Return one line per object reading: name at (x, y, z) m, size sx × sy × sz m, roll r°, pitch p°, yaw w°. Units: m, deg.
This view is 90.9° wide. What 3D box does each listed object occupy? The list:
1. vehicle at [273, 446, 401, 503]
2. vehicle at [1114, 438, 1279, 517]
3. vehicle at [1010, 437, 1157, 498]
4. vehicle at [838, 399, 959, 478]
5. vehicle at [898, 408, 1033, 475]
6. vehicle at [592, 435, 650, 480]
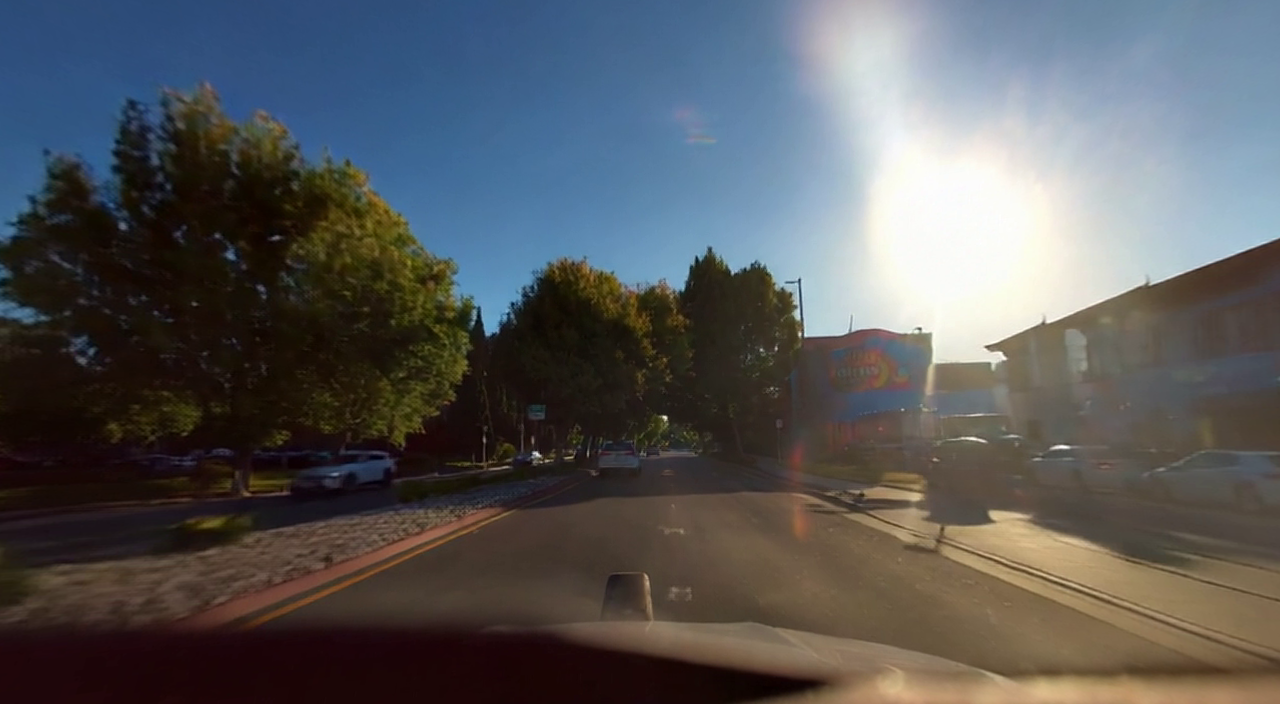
vehicle at (-10.580, 4.247, 22.492) m, size 1.997 × 1.775 × 4.585 m, roll 0°, pitch -8°, yaw 4°
vehicle at (12.981, 2.676, 13.905) m, size 1.852 × 1.457 × 4.351 m, roll 1°, pitch -8°, yaw 3°
vehicle at (13.408, 3.448, 19.378) m, size 1.686 × 1.467 × 3.955 m, roll -5°, pitch -7°, yaw 3°
vehicle at (14.281, 4.911, 36.132) m, size 2.794 × 3.710 × 10.785 m, roll -3°, pitch -8°, yaw 3°
vehicle at (13.505, 3.805, 26.900) m, size 2.507 × 2.441 × 6.959 m, roll -1°, pitch -8°, yaw 5°
vehicle at (-0.712, 4.401, 26.649) m, size 2.129 × 1.713 × 4.314 m, roll 0°, pitch -8°, yaw 3°
